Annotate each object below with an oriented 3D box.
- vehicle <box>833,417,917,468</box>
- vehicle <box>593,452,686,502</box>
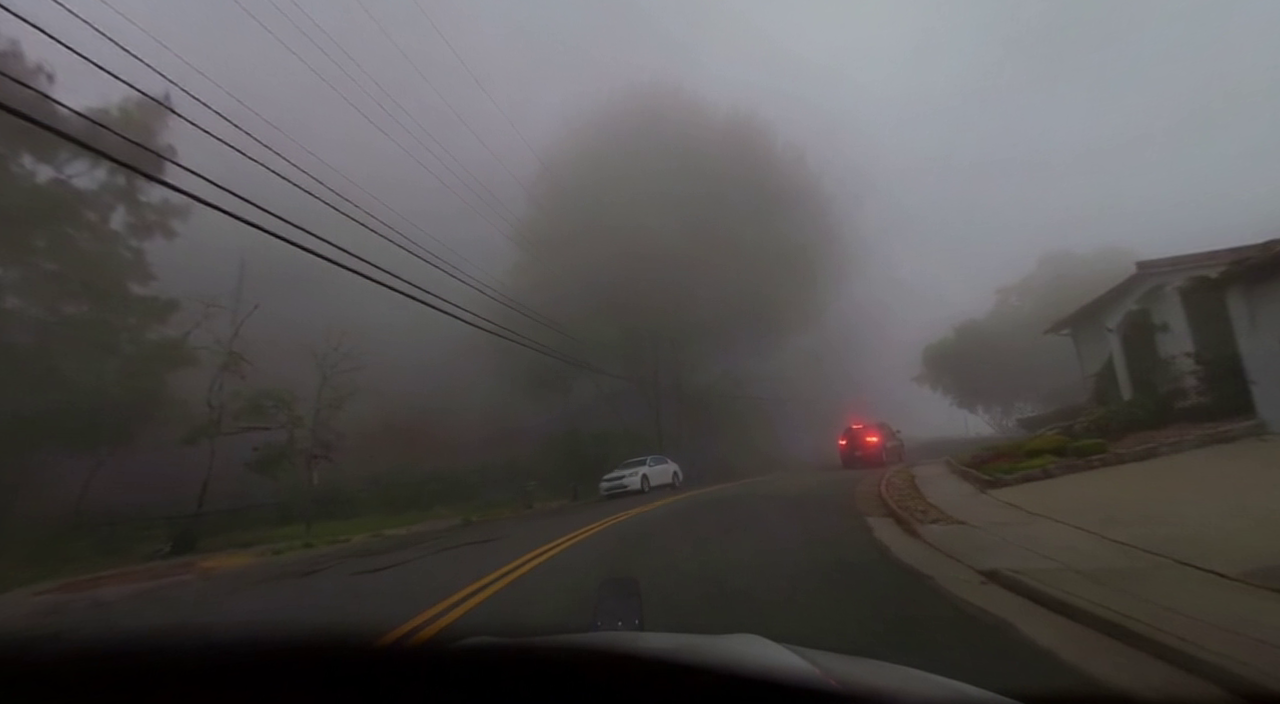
[{"bbox_3d":[10.290,3.947,27.473,2.086,1.974,4.890,-6,-10,35],"label":"vehicle"},{"bbox_3d":[0.078,5.386,27.801,2.039,1.949,4.511,-5,-10,30],"label":"vehicle"}]
